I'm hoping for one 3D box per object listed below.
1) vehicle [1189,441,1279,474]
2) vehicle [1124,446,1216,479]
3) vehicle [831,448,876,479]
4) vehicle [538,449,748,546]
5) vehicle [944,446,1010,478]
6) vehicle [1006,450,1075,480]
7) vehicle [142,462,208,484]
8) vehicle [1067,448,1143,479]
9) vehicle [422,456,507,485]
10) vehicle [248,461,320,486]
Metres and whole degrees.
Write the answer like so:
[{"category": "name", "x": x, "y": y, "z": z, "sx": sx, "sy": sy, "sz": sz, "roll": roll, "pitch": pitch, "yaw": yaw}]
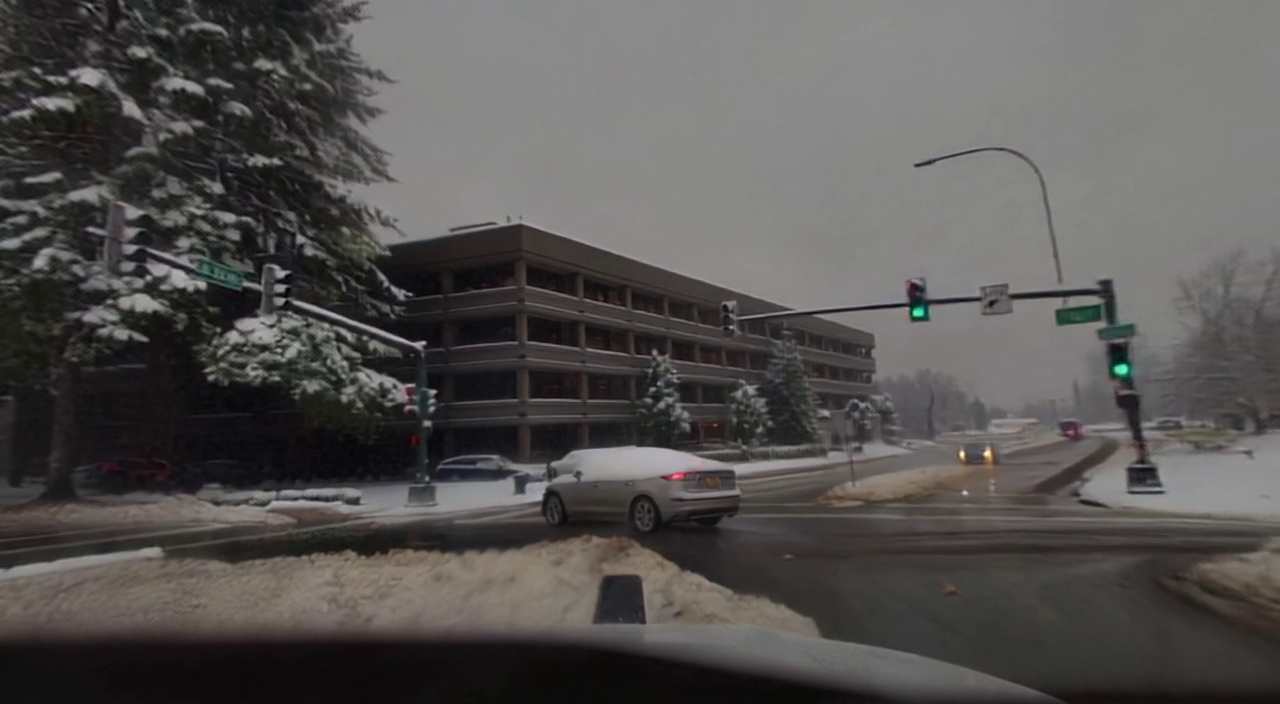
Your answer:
[{"category": "vehicle", "x": 26.884, "y": 4.767, "z": 28.637, "sx": 1.704, "sy": 1.365, "sz": 3.315, "roll": -3, "pitch": -9, "yaw": 18}, {"category": "vehicle", "x": 24.341, "y": 5.065, "z": 29.193, "sx": 2.006, "sy": 1.371, "sz": 3.426, "roll": -3, "pitch": -9, "yaw": 17}, {"category": "vehicle", "x": 11.178, "y": 5.826, "z": 33.320, "sx": 2.024, "sy": 1.489, "sz": 4.613, "roll": -3, "pitch": -9, "yaw": 17}, {"category": "vehicle", "x": -0.119, "y": 2.687, "z": 12.433, "sx": 1.903, "sy": 1.529, "sz": 4.254, "roll": 7, "pitch": -11, "yaw": -37}, {"category": "vehicle", "x": 16.640, "y": 5.429, "z": 31.393, "sx": 1.983, "sy": 1.453, "sz": 4.180, "roll": -3, "pitch": -9, "yaw": 16}, {"category": "vehicle", "x": 19.505, "y": 5.494, "z": 30.927, "sx": 1.889, "sy": 1.358, "sz": 3.751, "roll": -3, "pitch": -9, "yaw": 18}, {"category": "vehicle", "x": -32.535, "y": 8.433, "z": 44.278, "sx": 1.627, "sy": 1.392, "sz": 3.330, "roll": -3, "pitch": -9, "yaw": 16}, {"category": "vehicle", "x": 21.787, "y": 5.218, "z": 29.736, "sx": 1.692, "sy": 1.343, "sz": 3.352, "roll": -2, "pitch": -9, "yaw": 15}, {"category": "vehicle", "x": -9.747, "y": 6.542, "z": 35.145, "sx": 4.207, "sy": 1.508, "sz": 1.875, "roll": -3, "pitch": -9, "yaw": 20}, {"category": "vehicle", "x": -23.116, "y": 7.890, "z": 41.161, "sx": 1.709, "sy": 1.410, "sz": 3.945, "roll": -3, "pitch": -9, "yaw": 16}]
